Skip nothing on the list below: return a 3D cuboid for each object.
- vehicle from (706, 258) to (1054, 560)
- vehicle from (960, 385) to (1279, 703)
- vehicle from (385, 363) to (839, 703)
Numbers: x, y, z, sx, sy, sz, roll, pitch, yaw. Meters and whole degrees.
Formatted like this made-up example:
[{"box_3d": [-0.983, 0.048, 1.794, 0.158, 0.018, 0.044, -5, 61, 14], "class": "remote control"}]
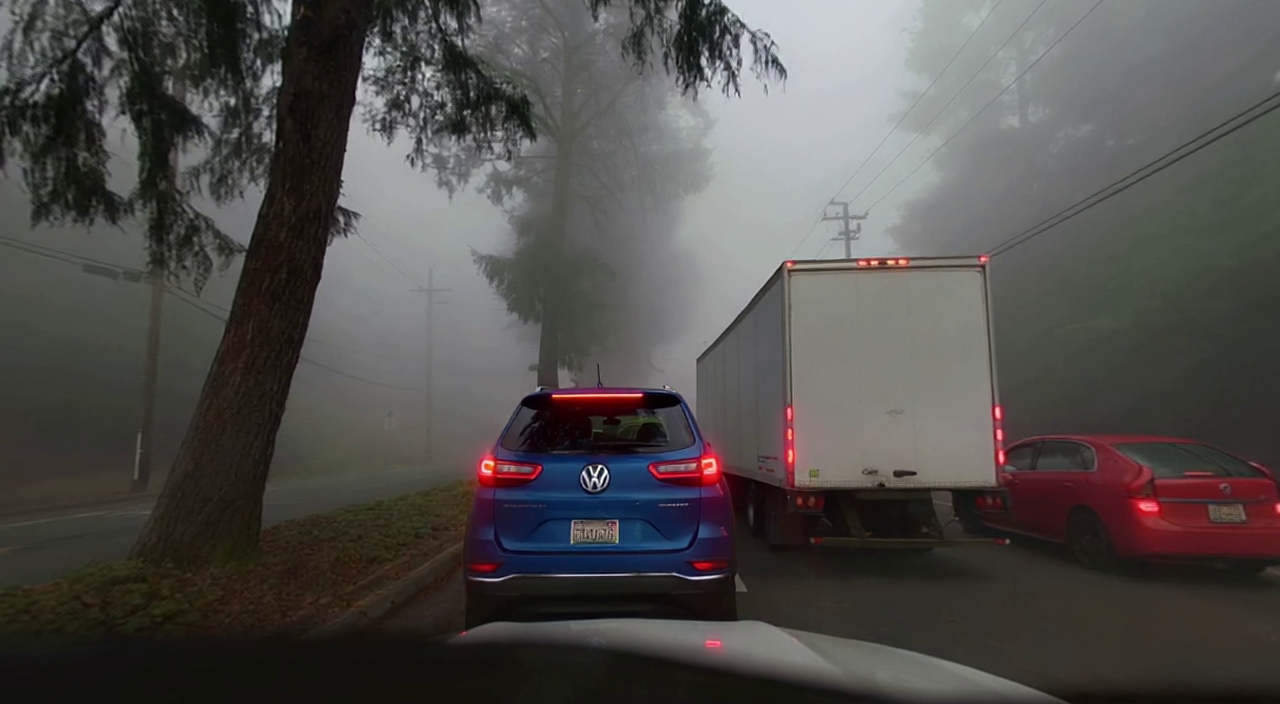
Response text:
[{"box_3d": [3.228, 1.250, 11.832, 2.915, 3.559, 8.848, 0, -8, -1], "class": "vehicle"}, {"box_3d": [2.826, 0.749, 1.190, 1.971, 1.484, 4.728, 0, -8, 0], "class": "vehicle"}, {"box_3d": [-0.127, 1.227, 5.134, 2.114, 1.732, 4.230, 0, -8, 0], "class": "vehicle"}]
